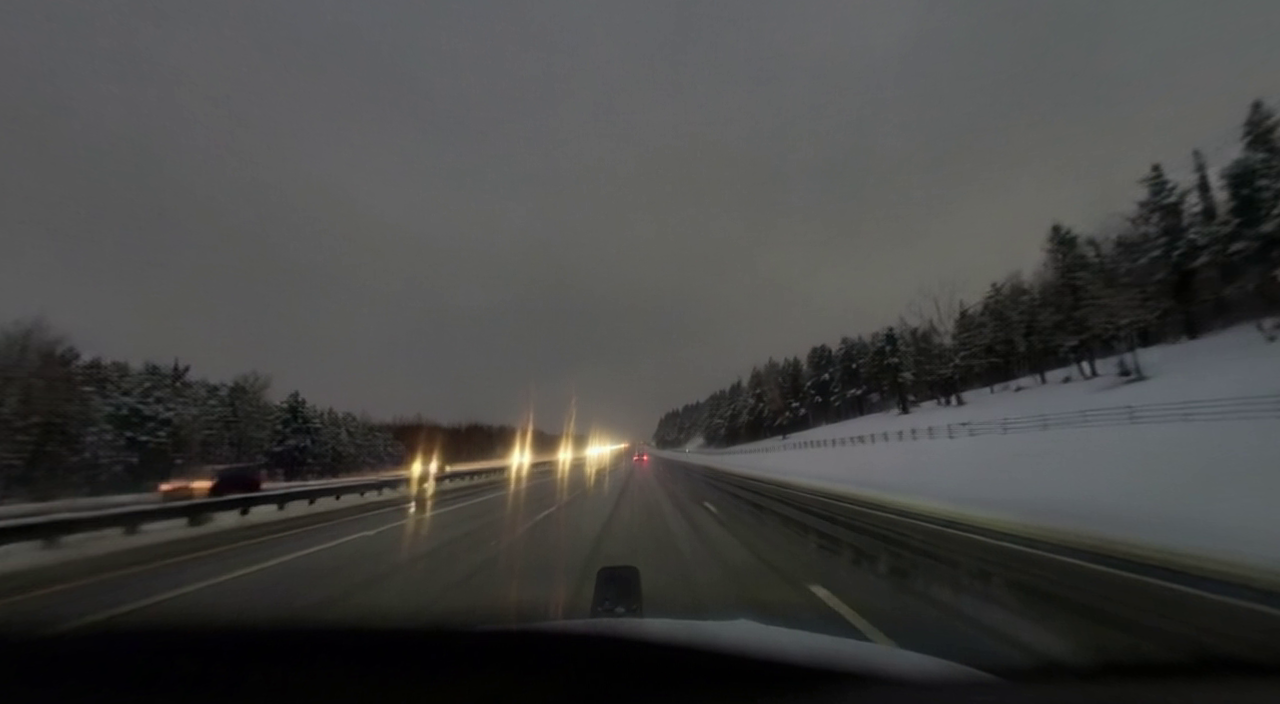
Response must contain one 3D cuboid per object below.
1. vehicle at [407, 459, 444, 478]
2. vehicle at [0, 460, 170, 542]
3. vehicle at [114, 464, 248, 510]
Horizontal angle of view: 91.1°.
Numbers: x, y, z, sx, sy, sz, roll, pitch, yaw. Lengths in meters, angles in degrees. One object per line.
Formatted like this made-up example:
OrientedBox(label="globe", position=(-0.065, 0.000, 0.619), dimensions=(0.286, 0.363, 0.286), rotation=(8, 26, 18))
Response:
OrientedBox(label="vehicle", position=(-16.964, 9.199, 49.838), dimensions=(1.668, 1.418, 3.693), rotation=(0, -9, -1))
OrientedBox(label="vehicle", position=(-13.105, 3.130, 13.622), dimensions=(2.075, 1.475, 4.849), rotation=(0, -9, 0))
OrientedBox(label="vehicle", position=(-16.917, 4.977, 23.503), dimensions=(1.717, 1.424, 4.368), rotation=(0, -9, 0))
